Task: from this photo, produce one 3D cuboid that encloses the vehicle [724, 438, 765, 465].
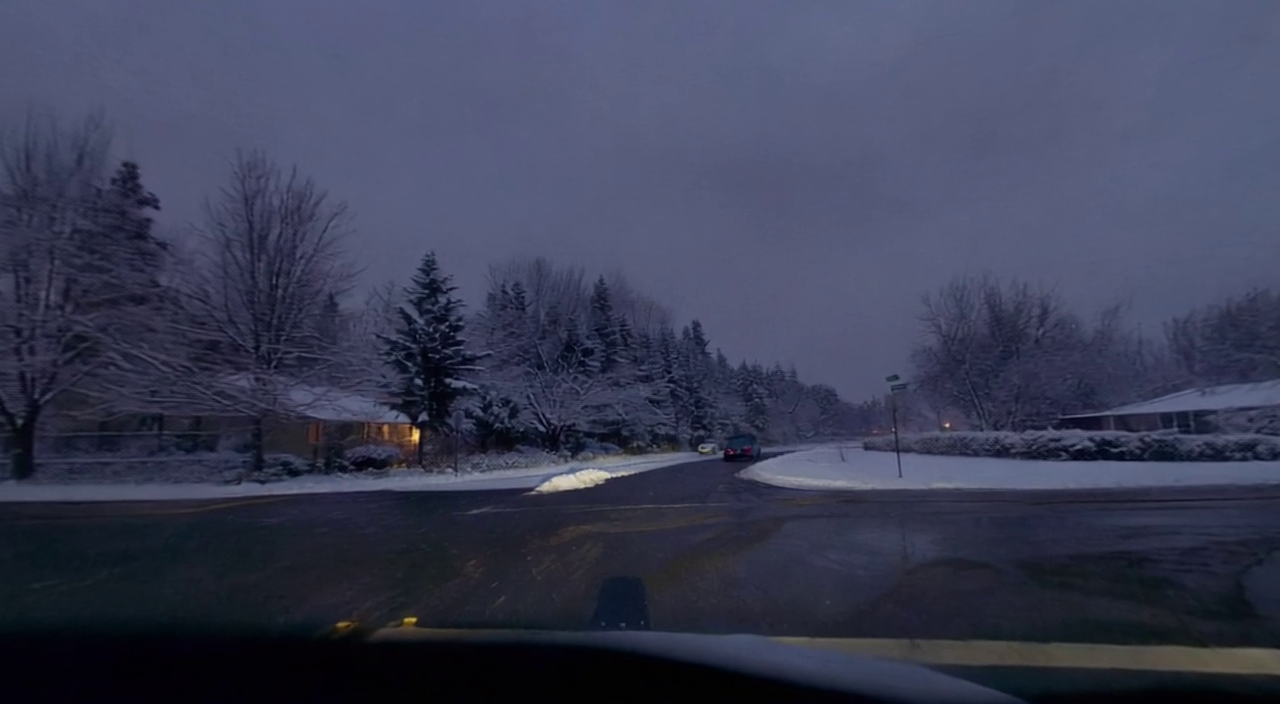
[{"bbox_3d":[8.163,7.651,48.774,2.258,1.947,4.762,-3,-9,20],"label":"vehicle"}]
